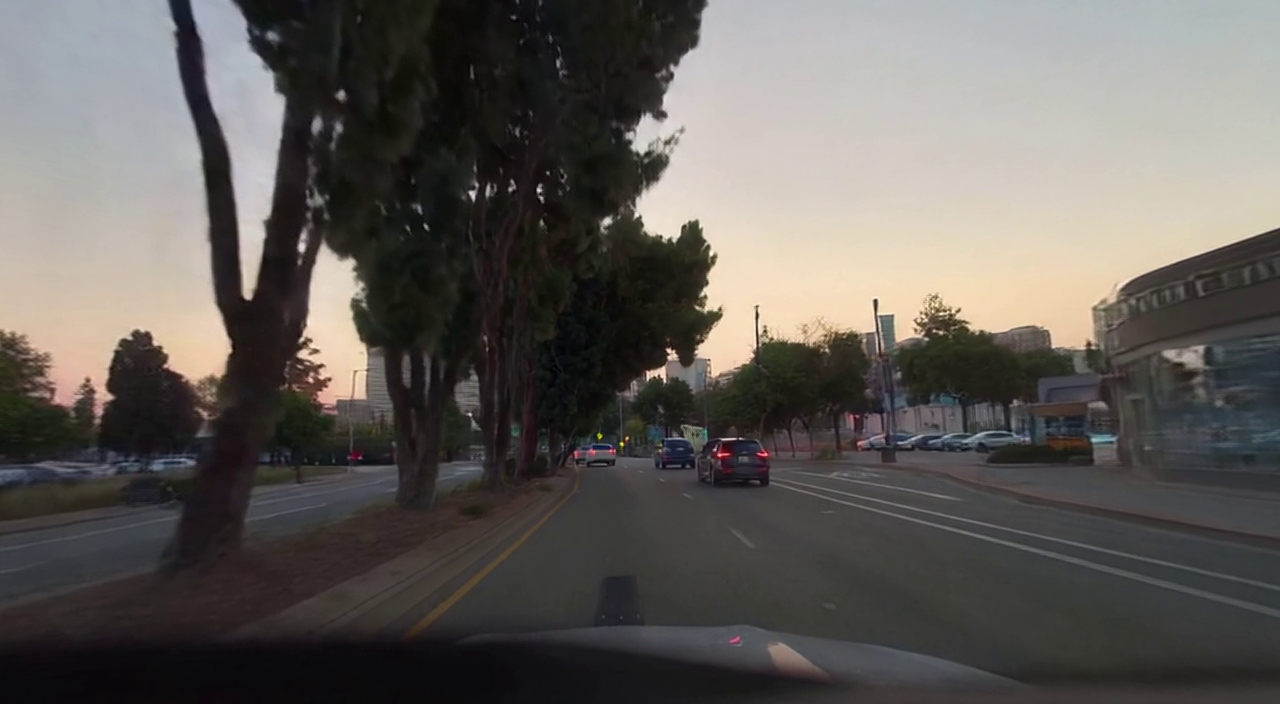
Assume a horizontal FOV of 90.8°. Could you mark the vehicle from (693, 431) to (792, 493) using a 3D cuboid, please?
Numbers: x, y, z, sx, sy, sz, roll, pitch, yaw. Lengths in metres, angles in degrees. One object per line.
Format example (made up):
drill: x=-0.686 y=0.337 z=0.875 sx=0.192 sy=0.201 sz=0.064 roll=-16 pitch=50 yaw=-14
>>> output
vehicle: x=2.888 y=3.203 z=18.745 sx=1.966 sy=1.596 sz=3.980 roll=0 pitch=-8 yaw=-4

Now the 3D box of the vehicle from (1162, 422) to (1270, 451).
vehicle: x=32.525 y=4.785 z=35.755 sx=4.032 sy=1.560 sz=2.059 roll=0 pitch=-8 yaw=-1

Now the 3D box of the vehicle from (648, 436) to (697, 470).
vehicle: x=1.730 y=5.565 z=35.012 sx=2.046 sy=1.768 sz=4.370 roll=0 pitch=-8 yaw=-6

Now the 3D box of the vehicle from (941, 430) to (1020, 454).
vehicle: x=26.077 y=6.912 z=48.429 sx=4.736 sy=1.755 sz=2.221 roll=0 pitch=-8 yaw=-4

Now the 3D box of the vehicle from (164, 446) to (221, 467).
vehicle: x=-32.566 y=7.621 z=46.059 sx=1.600 sy=1.375 sz=4.319 roll=0 pitch=-9 yaw=-9

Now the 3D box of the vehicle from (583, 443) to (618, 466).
vehicle: x=-2.794 y=7.130 z=44.033 sx=2.068 sy=1.512 sz=3.987 roll=1 pitch=-8 yaw=-8
